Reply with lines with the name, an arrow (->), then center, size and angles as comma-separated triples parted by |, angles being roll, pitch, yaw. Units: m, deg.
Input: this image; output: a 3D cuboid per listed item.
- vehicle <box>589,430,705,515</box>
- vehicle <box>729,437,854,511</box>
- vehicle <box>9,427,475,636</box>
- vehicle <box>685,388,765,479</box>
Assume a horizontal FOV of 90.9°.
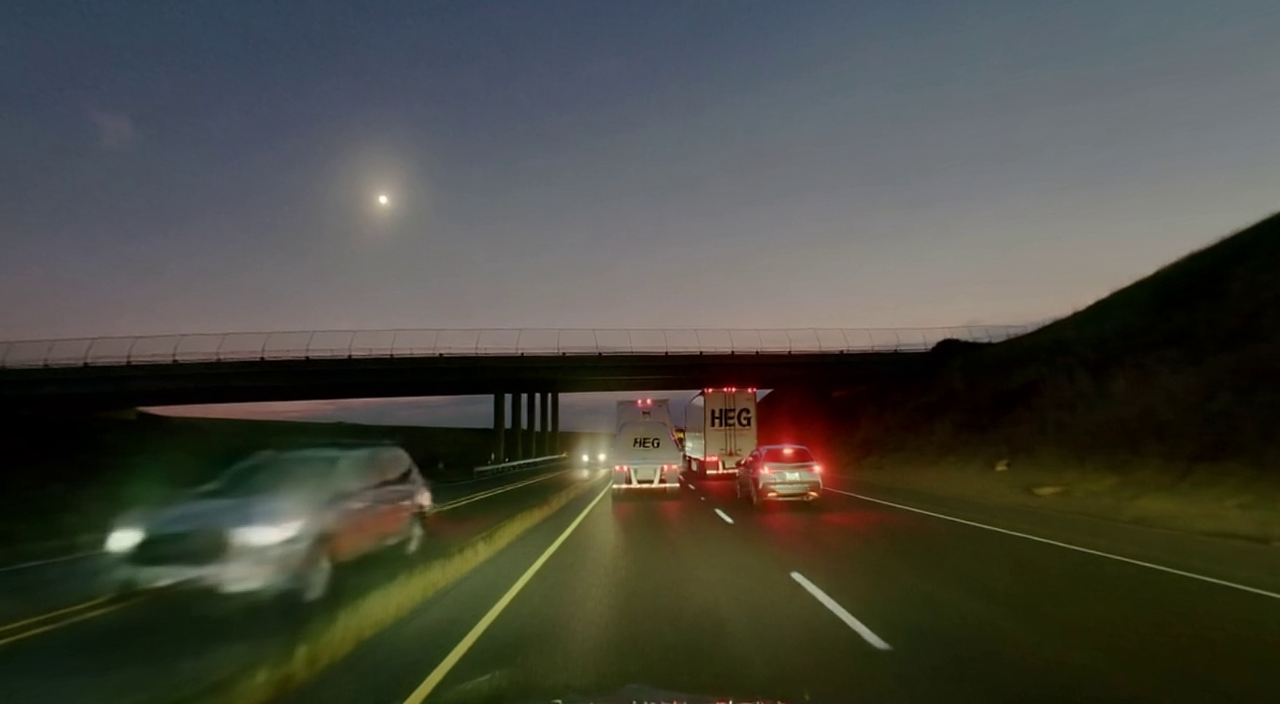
vehicle -> 0.187, 2.685, 14.413 | 2.256, 1.615, 4.114 | -1, -9, 2
vehicle -> 3.423, 2.842, 15.070 | 1.972, 1.505, 3.946 | -1, -9, 0
vehicle -> -3.498, 1.660, 6.850 | 2.091, 1.489, 4.397 | -1, -9, 2
vehicle -> 3.996, 4.106, 31.188 | 2.948, 3.974, 6.480 | 0, -9, 0
